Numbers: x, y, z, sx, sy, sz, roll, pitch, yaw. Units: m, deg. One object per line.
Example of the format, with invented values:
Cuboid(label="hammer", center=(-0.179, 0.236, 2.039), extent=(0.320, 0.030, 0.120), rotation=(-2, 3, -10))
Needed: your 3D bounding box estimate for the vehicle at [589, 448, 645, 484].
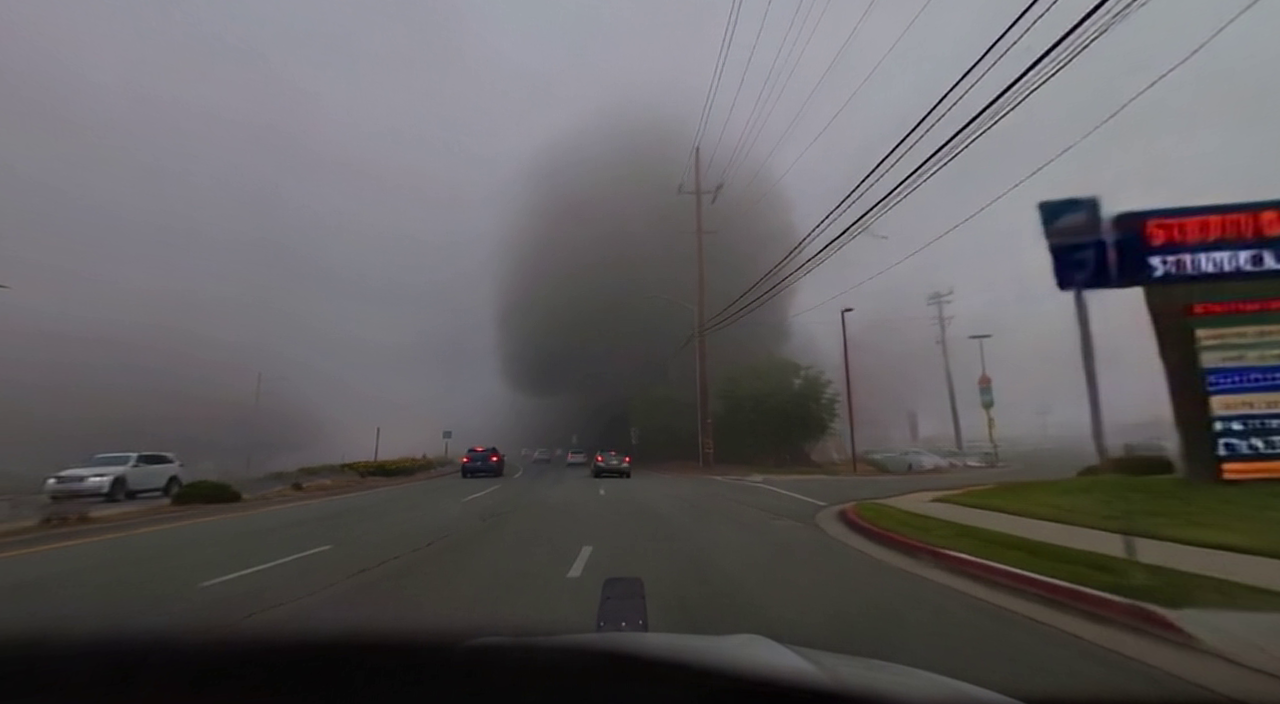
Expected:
Cuboid(label="vehicle", center=(-1.123, 5.111, 28.723), extent=(2.130, 1.476, 4.453), rotation=(1, -9, -7))

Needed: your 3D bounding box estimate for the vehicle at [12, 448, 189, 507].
Cuboid(label="vehicle", center=(-20.747, 4.784, 24.749), extent=(2.258, 1.960, 5.783), rotation=(1, -9, -6))

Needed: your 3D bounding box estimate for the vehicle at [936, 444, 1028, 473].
Cuboid(label="vehicle", center=(21.743, 6.787, 40.256), extent=(4.834, 1.495, 1.785), rotation=(2, -9, 6))

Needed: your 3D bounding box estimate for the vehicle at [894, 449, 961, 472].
Cuboid(label="vehicle", center=(22.685, 8.574, 49.905), extent=(4.350, 1.447, 1.696), rotation=(-5, -10, 7))

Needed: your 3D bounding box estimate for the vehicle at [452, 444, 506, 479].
Cuboid(label="vehicle", center=(-8.594, 5.881, 34.116), extent=(2.195, 1.752, 4.515), rotation=(1, -9, -7))
